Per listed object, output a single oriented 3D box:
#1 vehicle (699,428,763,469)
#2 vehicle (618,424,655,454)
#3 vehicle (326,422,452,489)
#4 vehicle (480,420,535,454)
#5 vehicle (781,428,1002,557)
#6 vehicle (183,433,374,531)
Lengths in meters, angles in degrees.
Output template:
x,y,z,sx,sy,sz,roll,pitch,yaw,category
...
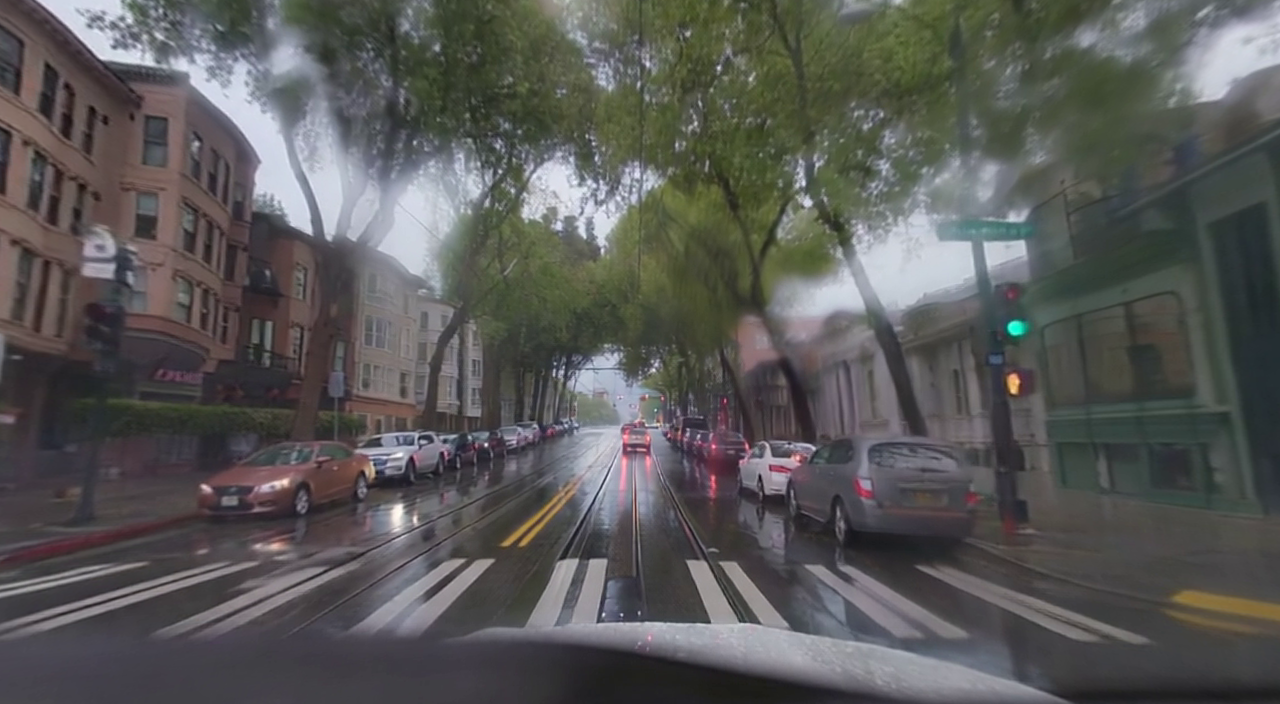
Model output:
x,y,z,sx,sy,sz,roll,pitch,yaw,category
3.707,4.025,26.457,1.890,1.559,4.281,0,-9,-2,vehicle
-0.234,4.972,35.927,1.984,1.571,3.404,0,-8,-2,vehicle
-7.466,3.171,19.399,1.861,1.751,4.550,1,-9,2,vehicle
-7.450,4.877,36.014,2.049,1.821,5.066,0,-8,-1,vehicle
3.887,2.217,10.703,1.929,1.723,4.134,0,-9,-1,vehicle
-7.384,2.610,13.439,1.779,1.588,3.953,2,-6,-2,vehicle
